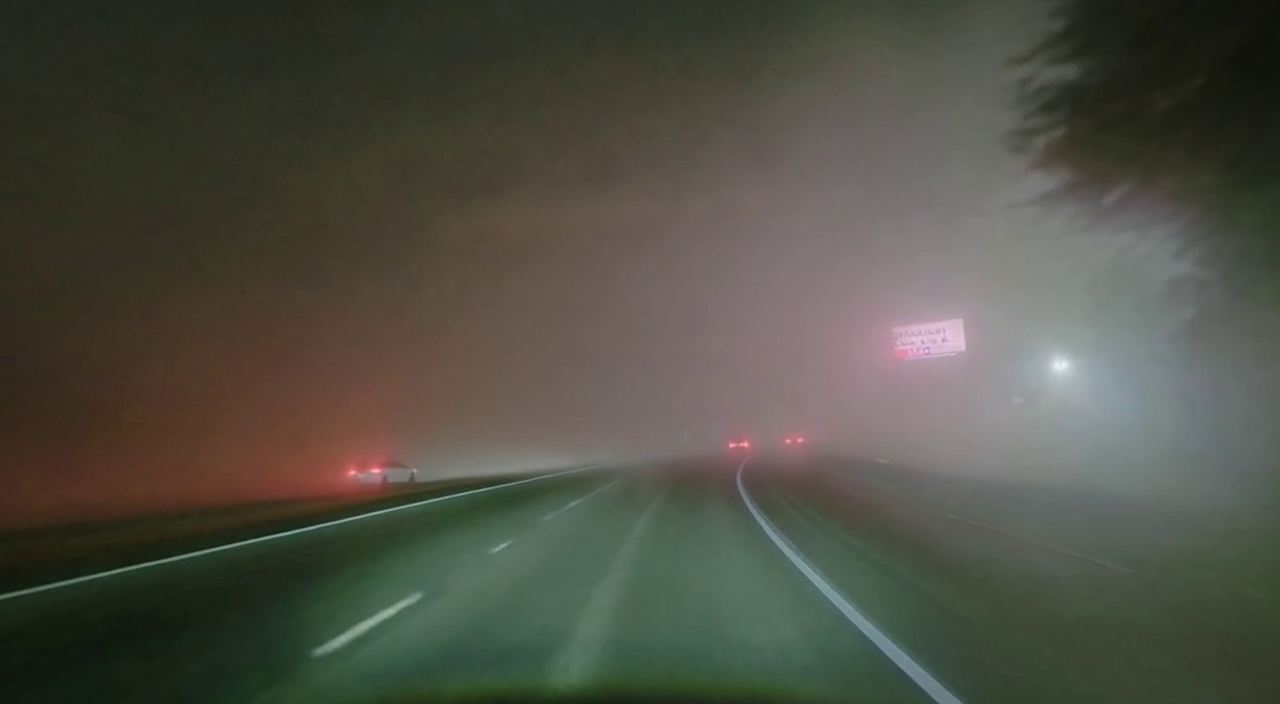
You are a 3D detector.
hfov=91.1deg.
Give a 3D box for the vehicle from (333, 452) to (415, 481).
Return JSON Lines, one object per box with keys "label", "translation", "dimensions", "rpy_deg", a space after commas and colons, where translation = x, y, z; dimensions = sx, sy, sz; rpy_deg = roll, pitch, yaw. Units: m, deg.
{"label": "vehicle", "translation": [-17.067, 7.334, 40.495], "dimensions": [2.145, 1.717, 4.448], "rpy_deg": [-5, -10, 26]}
